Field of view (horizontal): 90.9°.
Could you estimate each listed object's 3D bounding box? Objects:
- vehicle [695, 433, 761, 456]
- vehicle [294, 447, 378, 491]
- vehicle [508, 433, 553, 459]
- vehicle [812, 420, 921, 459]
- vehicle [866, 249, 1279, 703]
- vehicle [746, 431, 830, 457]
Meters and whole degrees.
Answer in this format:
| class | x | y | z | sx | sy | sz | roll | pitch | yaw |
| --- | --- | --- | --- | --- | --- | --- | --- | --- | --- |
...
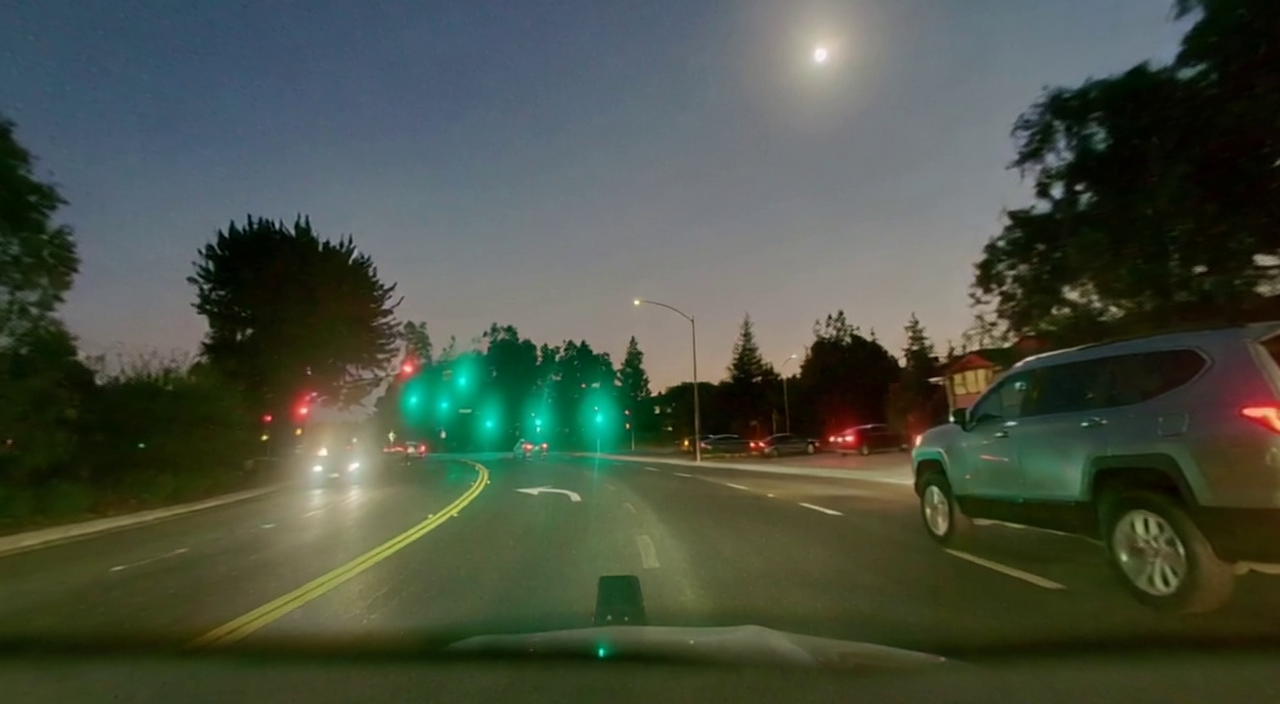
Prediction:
| class | x | y | z | sx | sy | sz | roll | pitch | yaw |
| --- | --- | --- | --- | --- | --- | --- | --- | --- | --- |
| vehicle | 6.286 | 6.624 | 45.349 | 4.169 | 1.527 | 2.053 | 2 | -9 | -18 |
| vehicle | -11.417 | 4.358 | 23.997 | 2.090 | 1.446 | 4.483 | 1 | -9 | -16 |
| vehicle | -7.942 | 6.784 | 45.308 | 2.138 | 1.729 | 4.178 | 3 | -9 | -25 |
| vehicle | 11.343 | 4.405 | 31.665 | 4.656 | 1.710 | 1.950 | -1 | -9 | -12 |
| vehicle | 4.051 | 0.897 | 5.107 | 2.338 | 2.063 | 5.592 | -1 | -8 | 0 |
| vehicle | 8.784 | 5.460 | 37.500 | 4.426 | 1.461 | 1.996 | 2 | -9 | -20 |
